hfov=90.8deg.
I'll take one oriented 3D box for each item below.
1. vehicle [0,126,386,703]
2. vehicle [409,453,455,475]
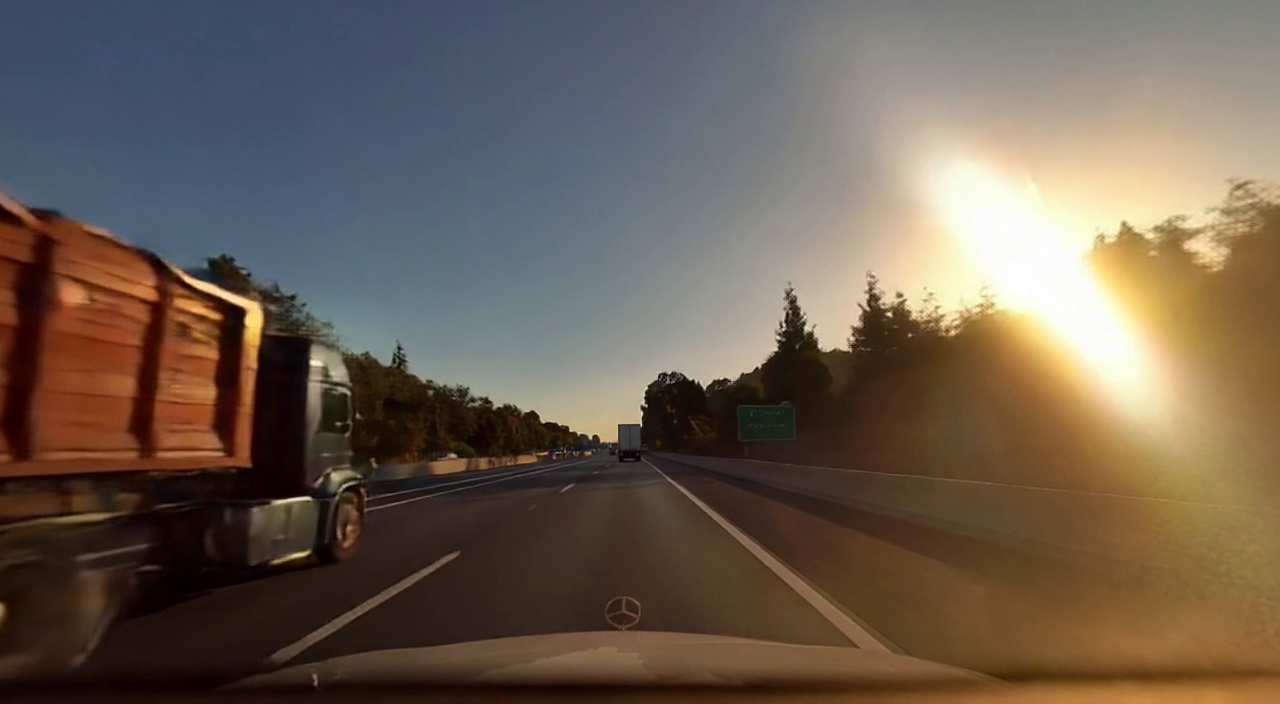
[{"bbox_3d":[-4.295,0.539,4.399,2.368,2.813,6.329,0,-9,0],"label":"vehicle"},{"bbox_3d":[-14.227,7.666,43.408,1.753,1.440,4.034,0,-9,0],"label":"vehicle"}]
